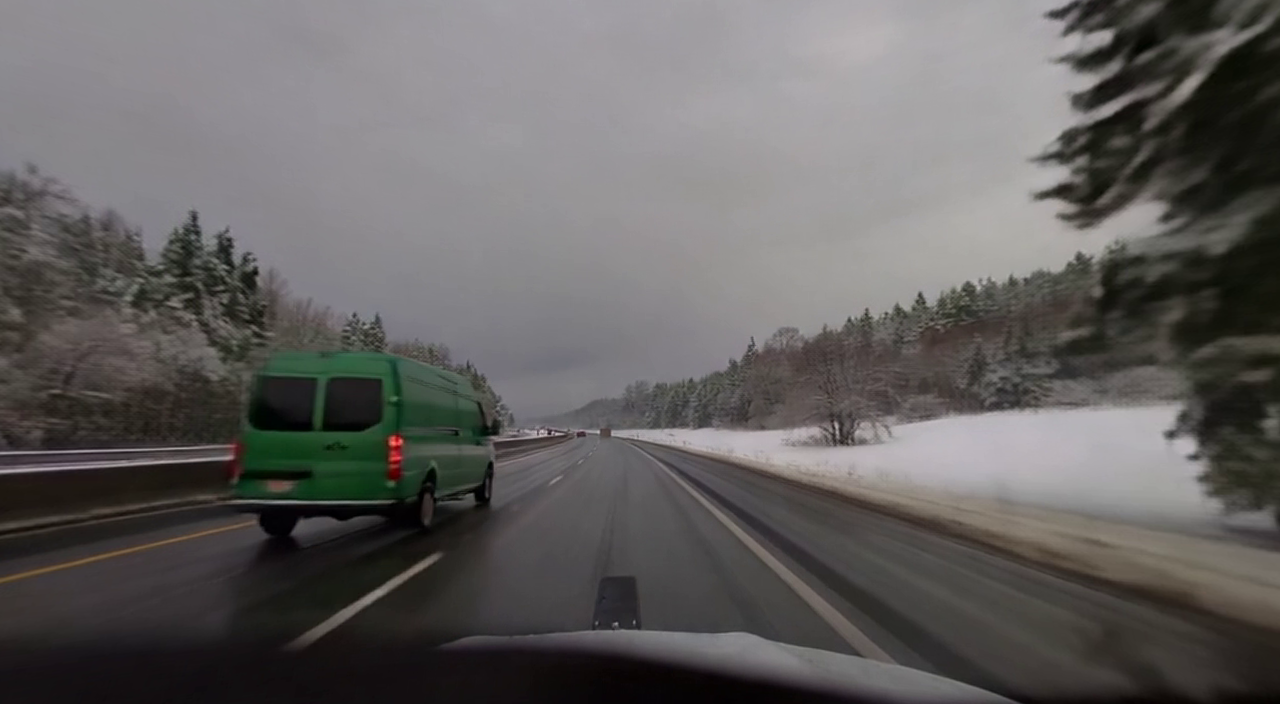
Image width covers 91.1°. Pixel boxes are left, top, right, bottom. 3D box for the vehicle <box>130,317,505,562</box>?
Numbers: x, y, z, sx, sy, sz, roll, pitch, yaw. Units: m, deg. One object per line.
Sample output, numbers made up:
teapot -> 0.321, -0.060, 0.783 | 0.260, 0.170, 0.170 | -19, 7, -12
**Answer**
vehicle -> -3.864, 1.236, 9.205 | 2.561, 2.509, 5.465 | 0, -8, 0
